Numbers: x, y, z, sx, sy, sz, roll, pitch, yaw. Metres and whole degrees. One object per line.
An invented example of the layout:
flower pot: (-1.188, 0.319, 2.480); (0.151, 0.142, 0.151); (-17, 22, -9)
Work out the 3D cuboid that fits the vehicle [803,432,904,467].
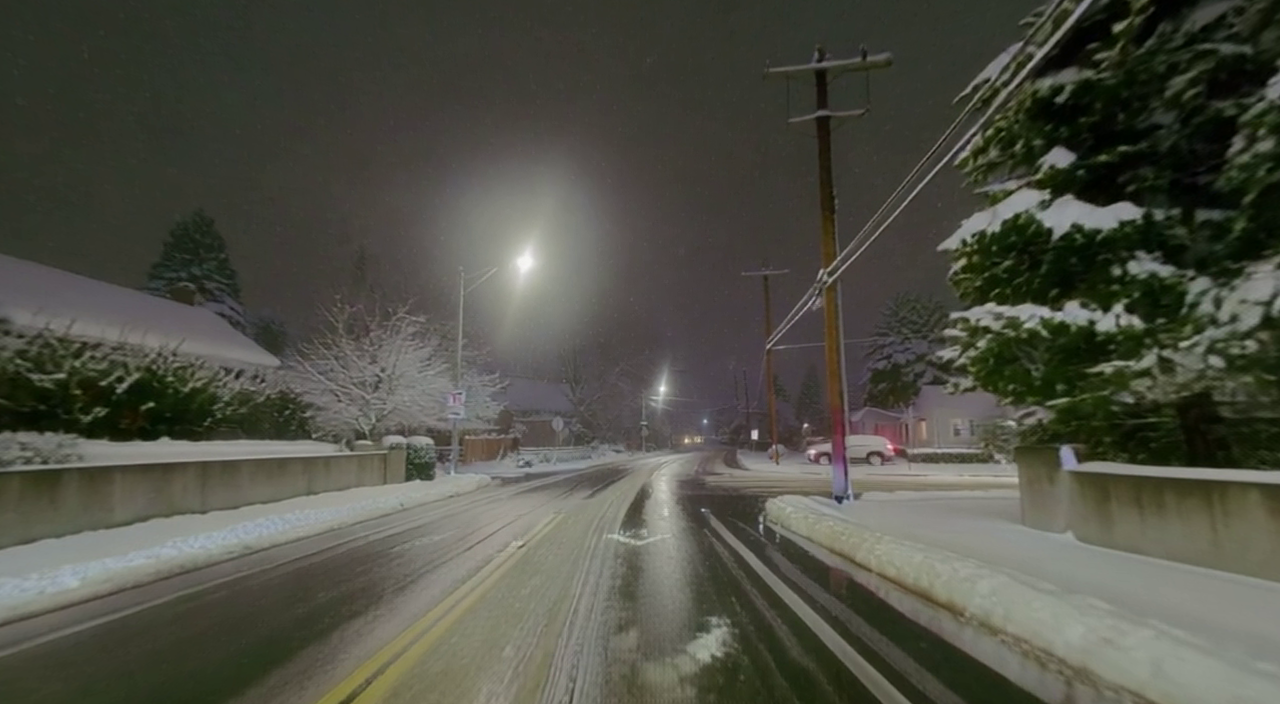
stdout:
vehicle: (11.007, 5.055, 32.764); (4.614, 1.764, 1.860); (-1, -8, 5)
